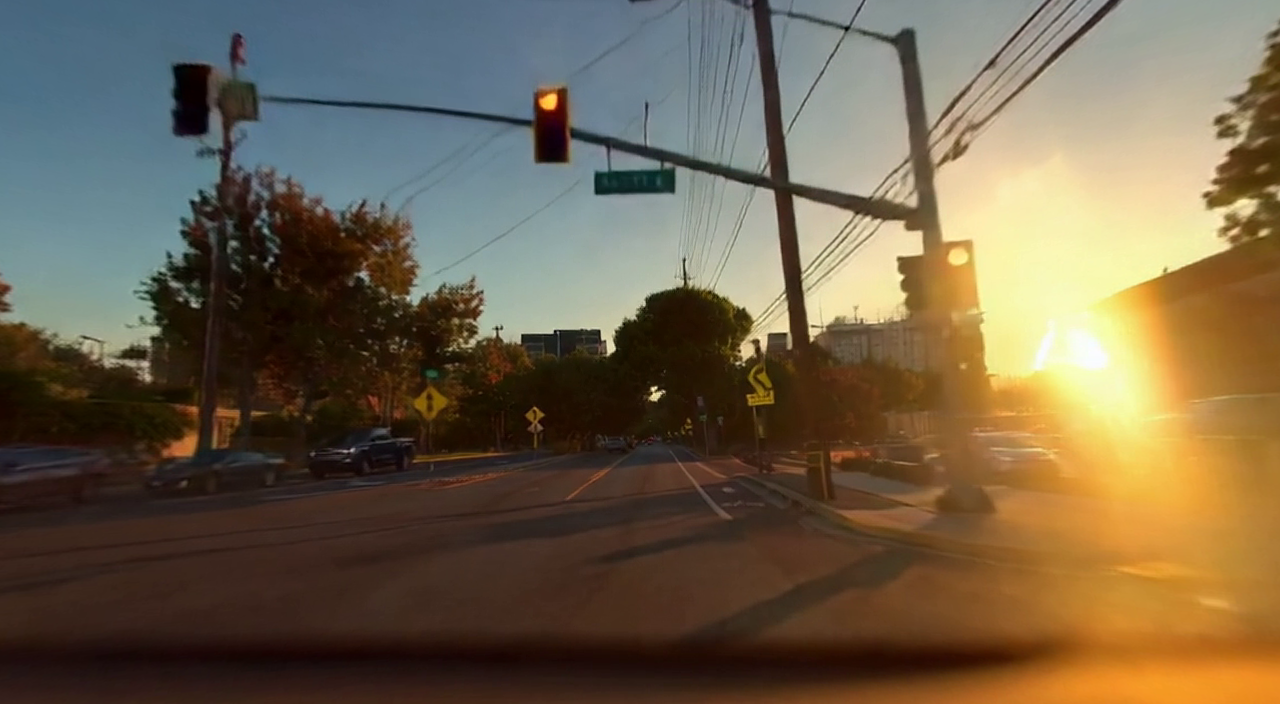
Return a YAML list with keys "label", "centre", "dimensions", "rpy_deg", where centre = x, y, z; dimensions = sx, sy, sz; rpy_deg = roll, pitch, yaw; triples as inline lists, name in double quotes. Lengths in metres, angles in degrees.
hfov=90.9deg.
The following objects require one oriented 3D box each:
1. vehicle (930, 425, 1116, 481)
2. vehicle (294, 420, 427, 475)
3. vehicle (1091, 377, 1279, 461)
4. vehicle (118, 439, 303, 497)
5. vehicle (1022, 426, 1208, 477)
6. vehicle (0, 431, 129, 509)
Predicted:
- label: "vehicle"
  centre: [12.011, 3.148, 20.162]
  dimensions: [1.897, 1.532, 4.694]
  rpy_deg: [4, -8, -29]
- label: "vehicle"
  centre: [-12.623, 4.364, 29.156]
  dimensions: [2.798, 2.249, 6.296]
  rpy_deg: [-1, -8, 5]
- label: "vehicle"
  centre: [18.238, 2.173, 19.934]
  dimensions: [2.609, 2.332, 5.734]
  rpy_deg: [4, -9, -28]
- label: "vehicle"
  centre: [-12.909, 3.467, 19.484]
  dimensions: [2.090, 1.519, 4.919]
  rpy_deg: [-1, -8, 3]
- label: "vehicle"
  centre: [15.066, 3.120, 20.267]
  dimensions: [1.994, 1.453, 4.249]
  rpy_deg: [4, -8, -28]
- label: "vehicle"
  centre: [-16.502, 3.039, 16.607]
  dimensions: [2.112, 1.880, 4.479]
  rpy_deg: [-1, -8, 4]
